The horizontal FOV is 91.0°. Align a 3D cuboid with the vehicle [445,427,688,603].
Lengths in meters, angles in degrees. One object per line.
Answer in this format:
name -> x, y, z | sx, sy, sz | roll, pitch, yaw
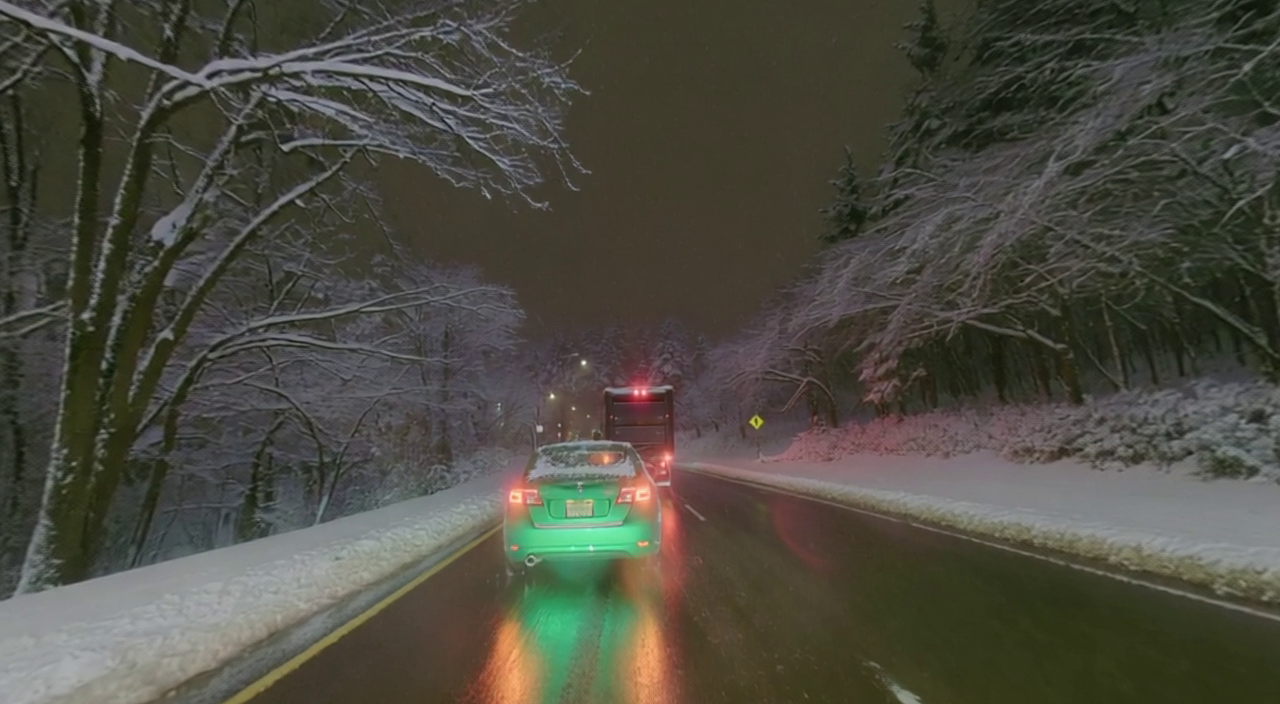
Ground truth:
vehicle -> -0.623, 1.711, 7.509 | 2.076, 1.490, 4.078 | 0, -9, 0
